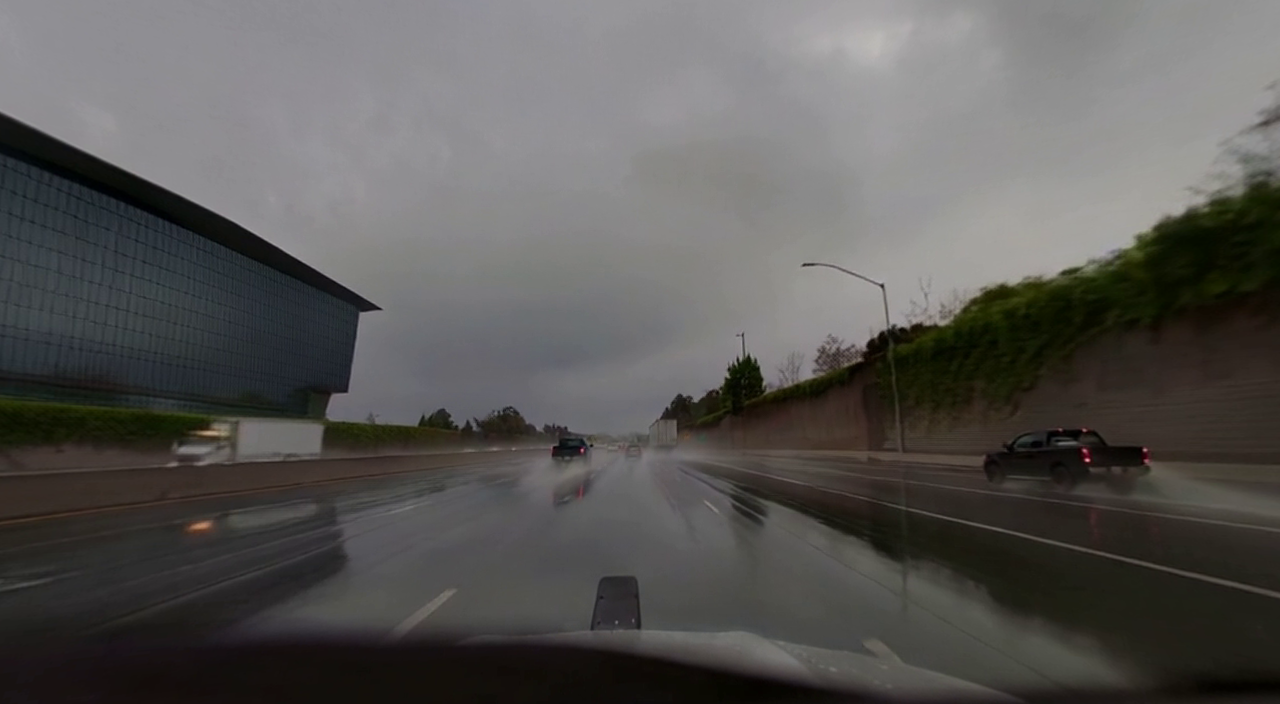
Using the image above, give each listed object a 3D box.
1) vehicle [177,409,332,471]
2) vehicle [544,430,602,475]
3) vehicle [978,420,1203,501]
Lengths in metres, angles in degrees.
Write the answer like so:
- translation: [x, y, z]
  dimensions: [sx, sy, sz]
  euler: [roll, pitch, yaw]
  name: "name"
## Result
- translation: [-26.907, 6.399, 45.444]
  dimensions: [3.000, 3.767, 13.120]
  euler: [0, -9, 0]
  name: "vehicle"
- translation: [-3.243, 5.074, 31.896]
  dimensions: [2.284, 2.022, 5.752]
  euler: [0, -9, 0]
  name: "vehicle"
- translation: [11.441, 2.826, 16.688]
  dimensions: [2.089, 1.787, 5.080]
  euler: [0, -9, -1]
  name: "vehicle"
